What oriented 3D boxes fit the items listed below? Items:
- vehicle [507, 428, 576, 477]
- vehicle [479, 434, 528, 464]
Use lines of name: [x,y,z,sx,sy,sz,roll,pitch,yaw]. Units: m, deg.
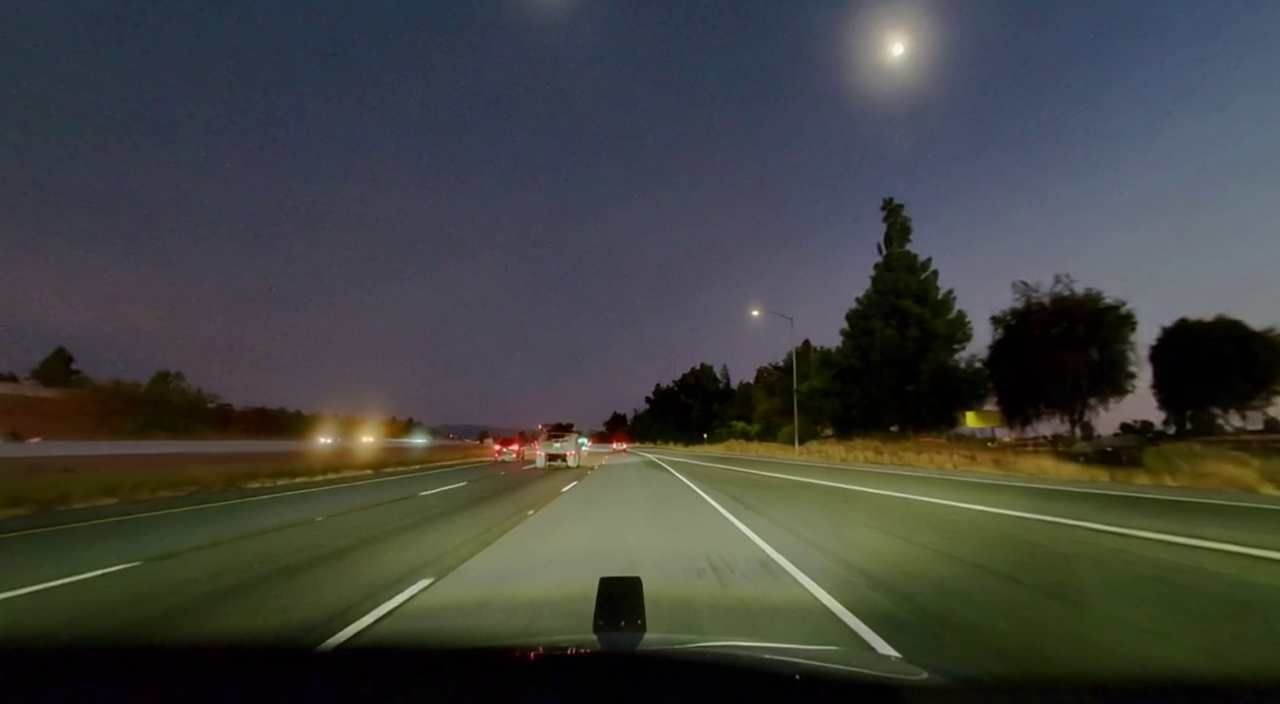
vehicle: [-3.739,3.902,24.517,2.194,1.766,3.720,0,-8,-2]
vehicle: [-8.423,6.072,39.232,2.078,1.729,4.722,0,-8,-1]
